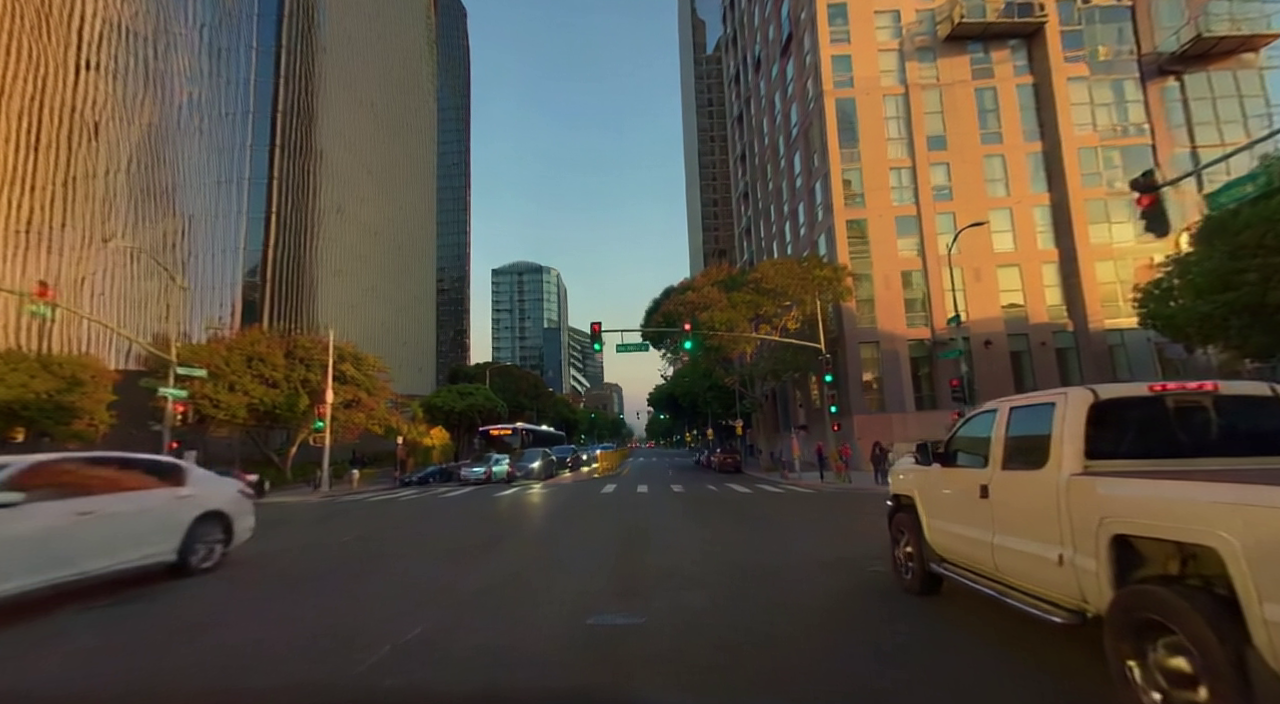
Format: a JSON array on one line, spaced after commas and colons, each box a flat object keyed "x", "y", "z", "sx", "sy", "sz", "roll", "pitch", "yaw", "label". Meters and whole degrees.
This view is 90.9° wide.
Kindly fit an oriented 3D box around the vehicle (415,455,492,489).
[{"x": -9.379, "y": 6.044, "z": 32.181, "sx": 2.003, "sy": 1.489, "sz": 4.656, "roll": -1, "pitch": -8, "yaw": 8, "label": "vehicle"}]

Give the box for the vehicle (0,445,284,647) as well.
[{"x": -5.641, "y": 1.569, "z": 5.617, "sx": 1.956, "sy": 1.457, "sz": 4.958, "roll": 0, "pitch": -8, "yaw": 1, "label": "vehicle"}]

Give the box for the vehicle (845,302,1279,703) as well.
[{"x": 3.321, "y": 1.053, "z": 4.198, "sx": 2.118, "sy": 1.848, "sz": 5.426, "roll": 0, "pitch": -8, "yaw": 0, "label": "vehicle"}]

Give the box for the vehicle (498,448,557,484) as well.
[{"x": -5.472, "y": 5.579, "z": 31.208, "sx": 1.997, "sy": 1.610, "sz": 4.144, "roll": 0, "pitch": -8, "yaw": 2, "label": "vehicle"}]

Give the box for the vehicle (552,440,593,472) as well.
[{"x": -4.927, "y": 7.710, "z": 46.866, "sx": 2.304, "sy": 2.208, "sz": 5.200, "roll": 0, "pitch": -8, "yaw": 2, "label": "vehicle"}]
